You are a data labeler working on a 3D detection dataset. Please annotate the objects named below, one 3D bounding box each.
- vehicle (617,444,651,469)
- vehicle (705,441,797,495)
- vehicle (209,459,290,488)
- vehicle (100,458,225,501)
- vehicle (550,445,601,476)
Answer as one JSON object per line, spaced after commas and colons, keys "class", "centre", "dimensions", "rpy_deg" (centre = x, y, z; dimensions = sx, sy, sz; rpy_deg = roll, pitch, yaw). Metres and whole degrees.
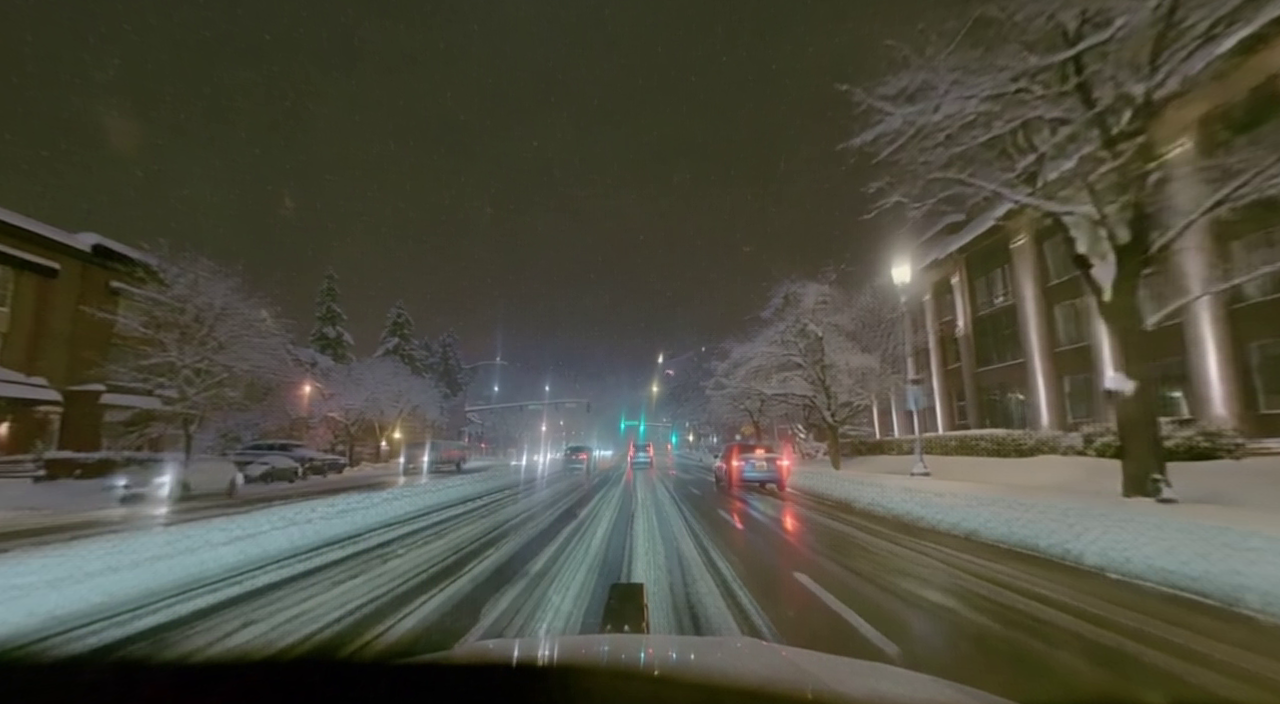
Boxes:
{"class": "vehicle", "centre": [-0.392, 6.656, 40.293], "dimensions": [2.101, 1.480, 3.929], "rpy_deg": [0, -8, -1]}
{"class": "vehicle", "centre": [3.385, 3.625, 20.131], "dimensions": [1.990, 1.486, 4.431], "rpy_deg": [0, -8, -2]}
{"class": "vehicle", "centre": [-22.583, 7.027, 36.703], "dimensions": [1.871, 1.471, 4.482], "rpy_deg": [0, -8, 0]}
{"class": "vehicle", "centre": [-19.165, 5.117, 25.558], "dimensions": [1.924, 1.493, 4.006], "rpy_deg": [0, -8, 0]}
{"class": "vehicle", "centre": [-3.204, 5.462, 32.010], "dimensions": [2.082, 1.467, 4.379], "rpy_deg": [0, -8, 0]}
